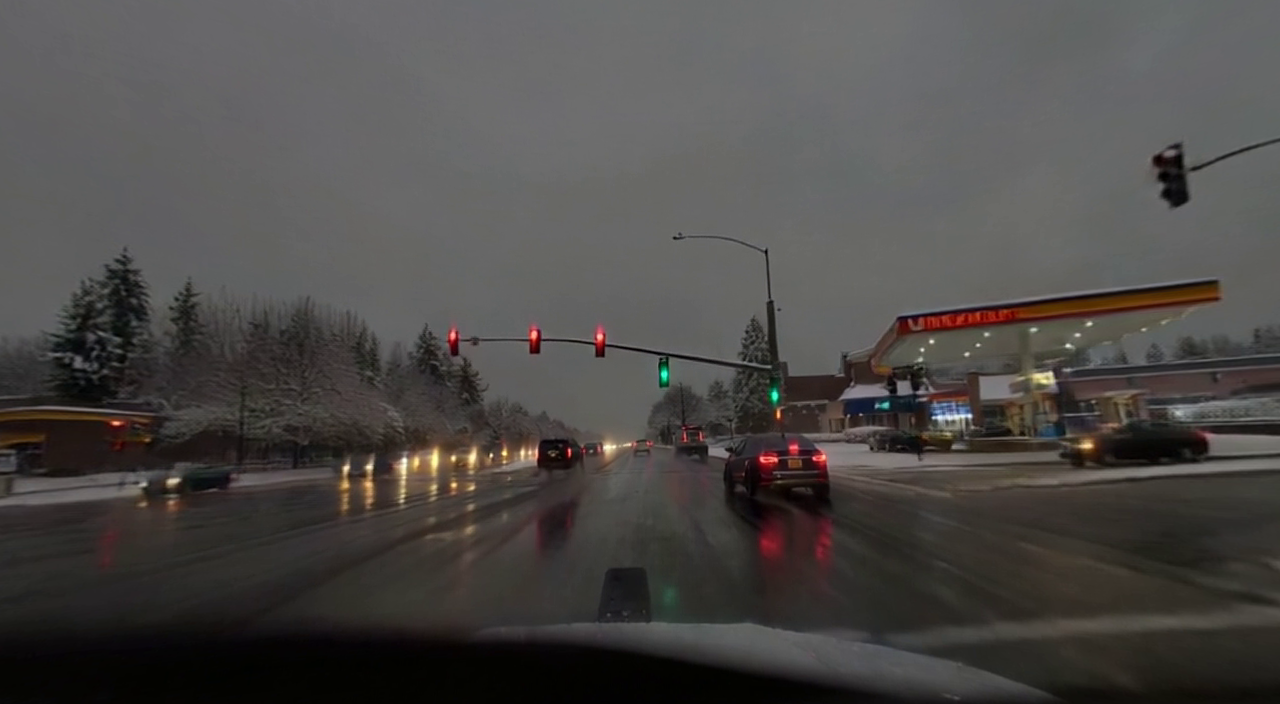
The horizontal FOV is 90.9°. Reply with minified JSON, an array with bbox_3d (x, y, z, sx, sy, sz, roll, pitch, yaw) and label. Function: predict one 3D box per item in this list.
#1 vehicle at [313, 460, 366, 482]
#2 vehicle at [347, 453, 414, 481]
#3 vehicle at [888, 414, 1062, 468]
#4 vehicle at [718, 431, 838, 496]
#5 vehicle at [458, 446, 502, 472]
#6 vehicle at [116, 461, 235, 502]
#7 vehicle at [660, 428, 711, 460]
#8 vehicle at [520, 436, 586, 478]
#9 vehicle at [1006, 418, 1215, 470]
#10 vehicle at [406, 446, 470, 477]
[{"bbox_3d":[-21.990,8.674,46.222,1.745,1.405,4.229,0,-9,1],"label":"vehicle"},{"bbox_3d":[-15.212,6.730,37.209,1.933,1.472,4.500,0,-9,2],"label":"vehicle"},{"bbox_3d":[12.397,3.359,23.659,5.156,1.917,2.308,0,-9,2],"label":"vehicle"},{"bbox_3d":[3.485,2.924,16.909,2.095,1.475,4.686,0,-9,-1],"label":"vehicle"},{"bbox_3d":[-11.172,7.491,44.287,1.909,1.467,4.522,-2,-6,0],"label":"vehicle"},{"bbox_3d":[-22.146,6.158,30.332,2.061,1.643,4.614,0,-9,2],"label":"vehicle"},{"bbox_3d":[3.341,6.996,47.784,3.245,2.199,6.295,0,-9,-1],"label":"vehicle"},{"bbox_3d":[-3.810,4.716,28.469,2.250,1.713,4.422,0,-9,1],"label":"vehicle"},{"bbox_3d":[14.245,2.806,19.296,4.776,1.486,2.138,1,-9,-4],"label":"vehicle"},{"bbox_3d":[-11.504,6.220,36.231,2.091,1.644,4.645,0,-9,1],"label":"vehicle"}]
